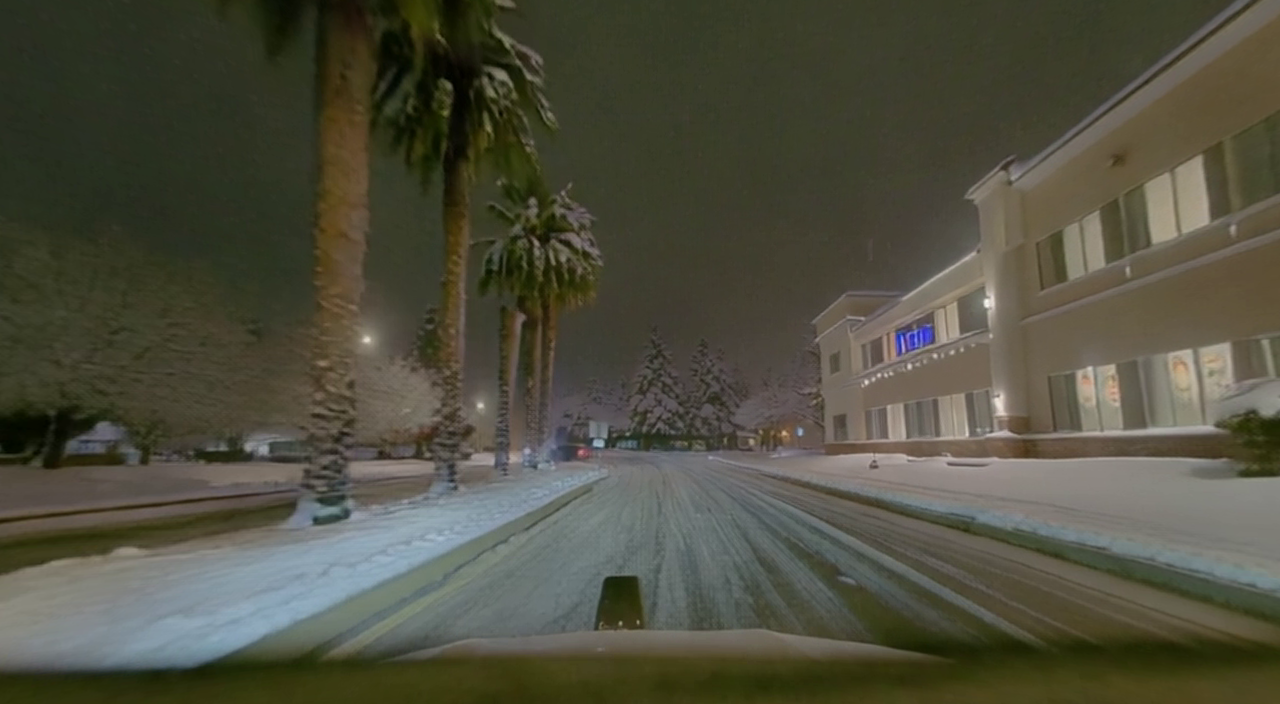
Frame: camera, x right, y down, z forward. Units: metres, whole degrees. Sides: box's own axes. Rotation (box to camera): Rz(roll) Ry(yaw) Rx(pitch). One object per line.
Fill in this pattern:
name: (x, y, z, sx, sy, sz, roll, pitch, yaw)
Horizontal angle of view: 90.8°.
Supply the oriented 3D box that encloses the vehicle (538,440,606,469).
vehicle: (-4.749, 7.028, 43.649, 4.651, 1.863, 2.174, -8, -12, 43)
